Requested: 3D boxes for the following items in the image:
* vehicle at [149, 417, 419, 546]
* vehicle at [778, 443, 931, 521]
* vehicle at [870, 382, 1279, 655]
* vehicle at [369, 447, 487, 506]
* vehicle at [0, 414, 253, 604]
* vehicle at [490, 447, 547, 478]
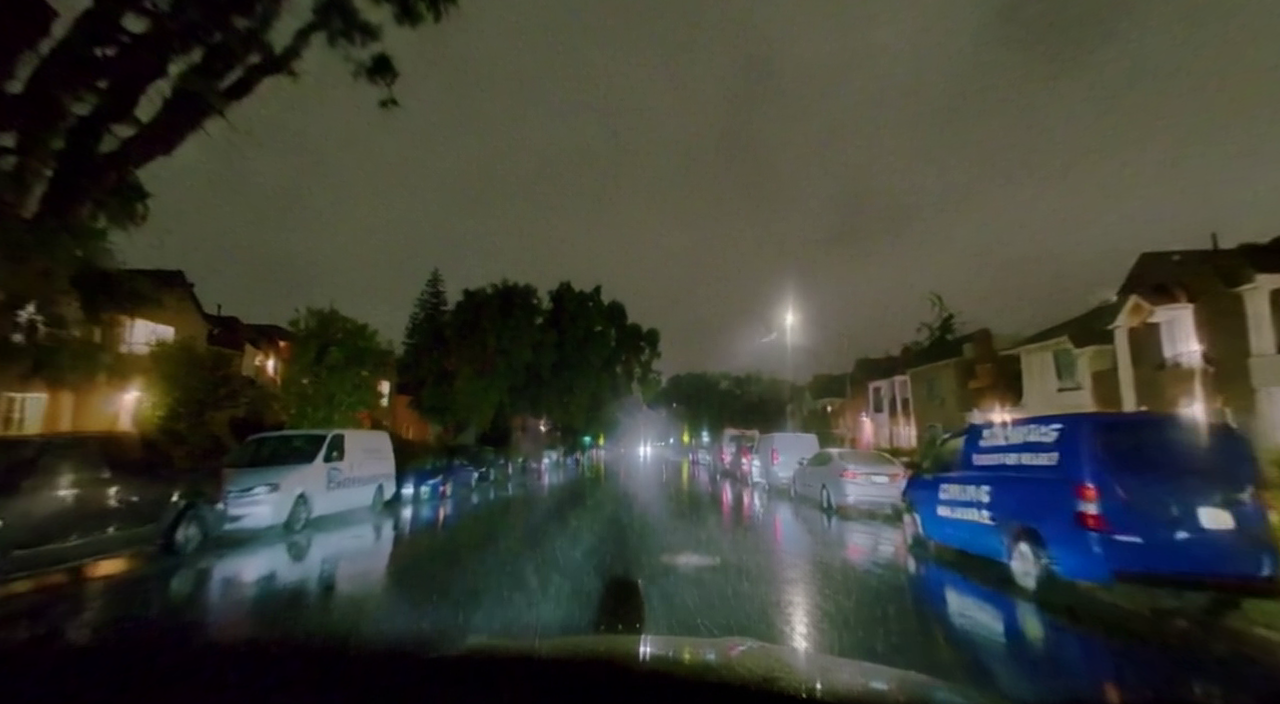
[{"bbox_3d":[-6.724,2.480,13.042,2.085,1.997,5.755,-2,-8,2],"label":"vehicle"},{"bbox_3d":[4.520,2.781,14.142,1.811,1.439,4.521,0,-9,-1],"label":"vehicle"},{"bbox_3d":[4.402,1.492,6.862,1.985,1.819,5.163,0,-9,2],"label":"vehicle"},{"bbox_3d":[-6.291,3.706,19.416,1.840,1.476,4.739,-2,-8,3],"label":"vehicle"},{"bbox_3d":[-7.017,1.717,7.171,1.891,1.780,5.240,-3,-9,1],"label":"vehicle"},{"bbox_3d":[-6.240,5.738,33.068,1.869,1.467,4.921,0,-9,2],"label":"vehicle"}]
